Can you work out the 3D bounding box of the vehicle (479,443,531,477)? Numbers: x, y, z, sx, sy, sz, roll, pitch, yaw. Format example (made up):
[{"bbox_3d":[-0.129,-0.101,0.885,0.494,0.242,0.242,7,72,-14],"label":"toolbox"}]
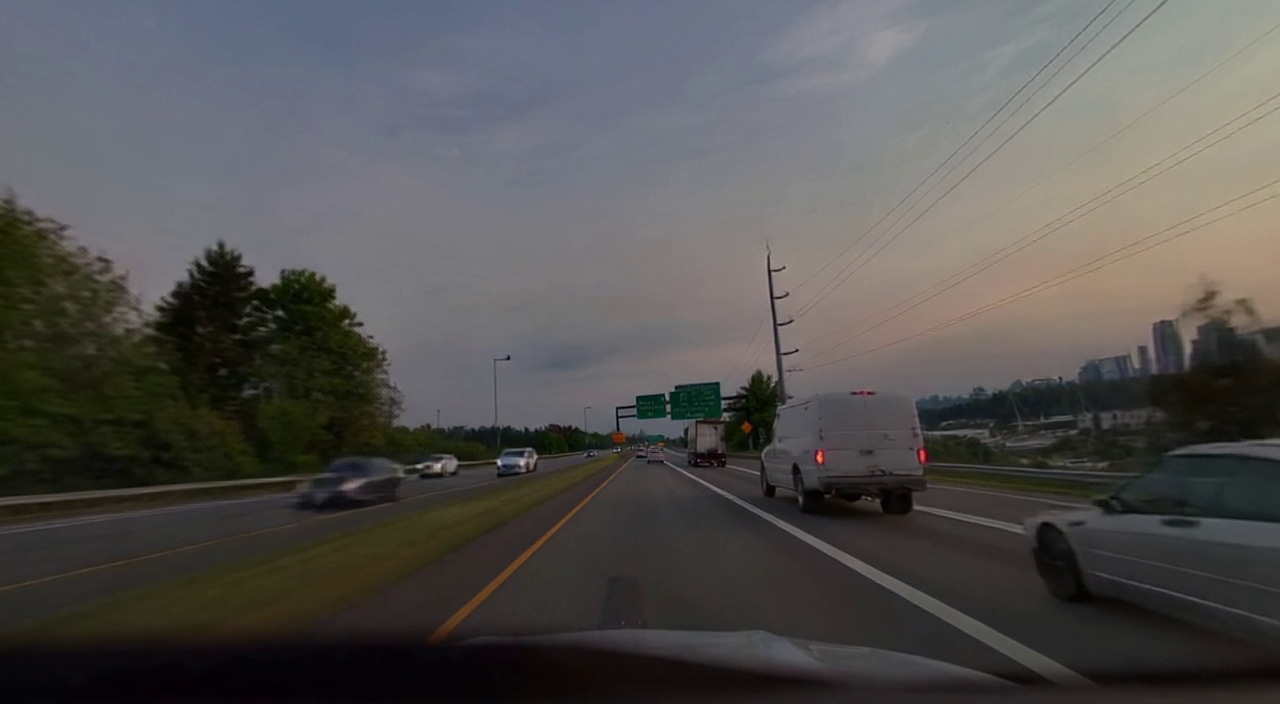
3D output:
[{"bbox_3d":[-8.718,6.960,41.039,2.174,1.978,5.226,-2,-9,1],"label":"vehicle"}]

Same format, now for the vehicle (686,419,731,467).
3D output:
[{"bbox_3d":[5.075,6.959,48.012,2.743,3.367,7.306,0,-9,1],"label":"vehicle"}]

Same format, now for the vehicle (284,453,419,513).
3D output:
[{"bbox_3d":[-8.579,3.907,19.280,1.943,1.467,4.591,-2,-9,1],"label":"vehicle"}]

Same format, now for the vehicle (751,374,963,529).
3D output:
[{"bbox_3d":[4.449,2.238,14.453,2.569,2.783,5.984,0,-9,-1],"label":"vehicle"}]

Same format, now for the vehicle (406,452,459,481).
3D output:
[{"bbox_3d":[-12.672,6.998,38.674,1.873,1.559,3.979,-3,-9,1],"label":"vehicle"}]

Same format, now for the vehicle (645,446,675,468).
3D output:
[{"bbox_3d":[1.406,7.589,45.711,2.049,1.500,3.790,0,-9,1],"label":"vehicle"}]

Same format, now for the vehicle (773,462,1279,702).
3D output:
[{"bbox_3d":[4.574,2.125,8.318,2.472,1.036,13.239,0,-9,-2],"label":"vehicle"}]
